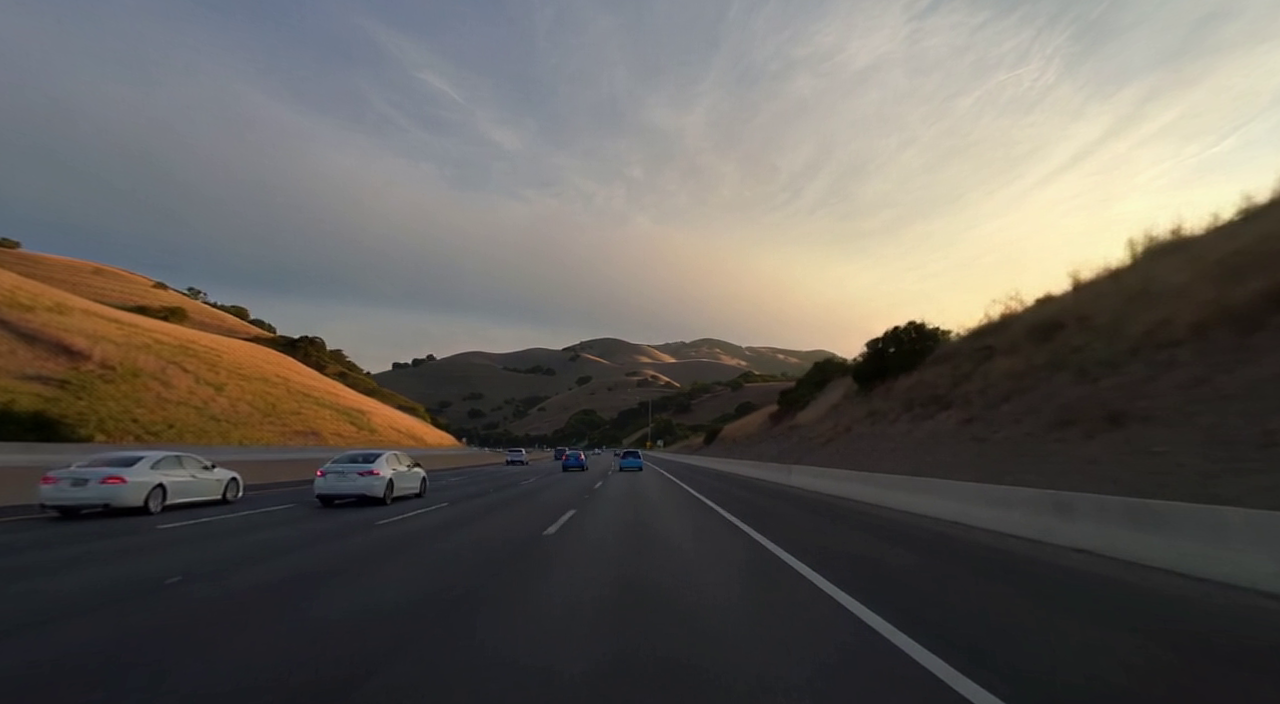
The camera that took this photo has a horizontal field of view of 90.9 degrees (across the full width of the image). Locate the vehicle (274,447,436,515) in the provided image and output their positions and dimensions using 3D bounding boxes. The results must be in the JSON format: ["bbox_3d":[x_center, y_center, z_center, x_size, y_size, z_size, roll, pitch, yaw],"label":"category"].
[{"bbox_3d":[-6.852,3.107,15.776,1.991,1.441,4.265,0,-8,1],"label":"vehicle"}]

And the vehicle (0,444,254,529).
[{"bbox_3d":[-11.096,2.798,13.901,2.048,1.501,4.898,0,-8,0],"label":"vehicle"}]

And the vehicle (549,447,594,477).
[{"bbox_3d":[-3.861,6.252,36.148,2.144,1.505,4.649,0,-8,-1],"label":"vehicle"}]

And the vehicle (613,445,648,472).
[{"bbox_3d":[-0.687,7.034,42.062,2.225,1.674,4.044,0,-8,-2],"label":"vehicle"}]
